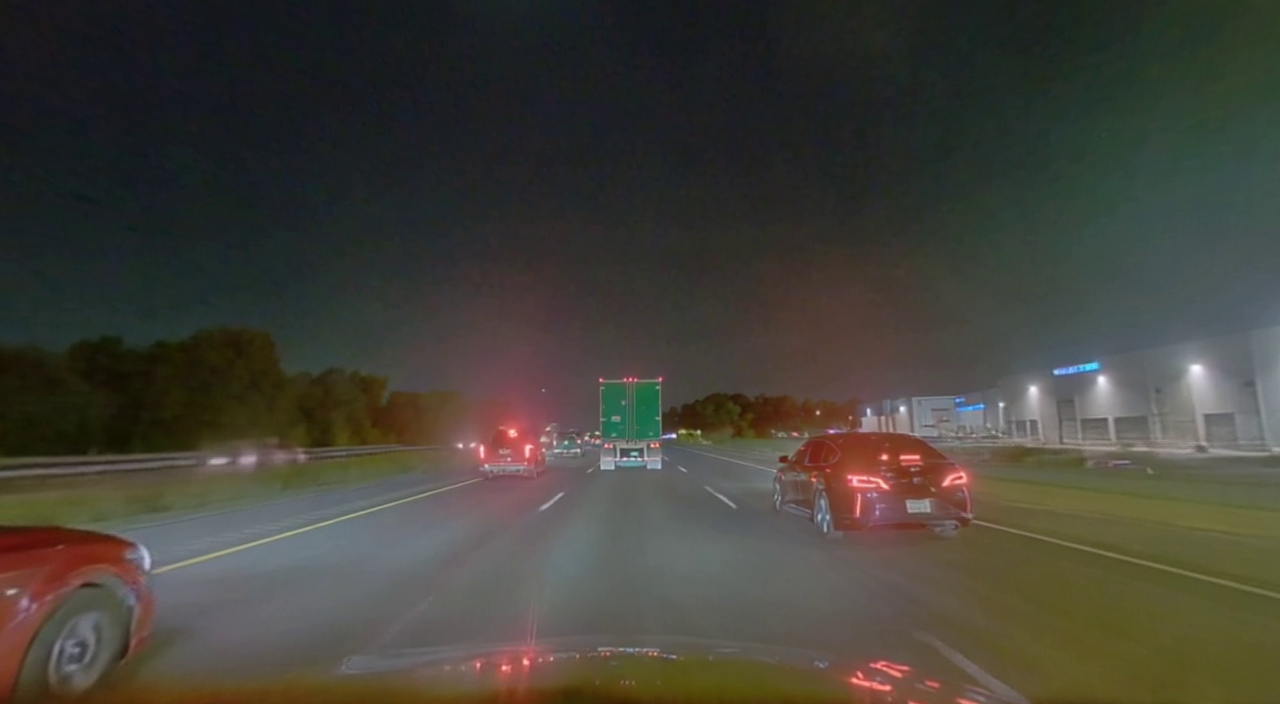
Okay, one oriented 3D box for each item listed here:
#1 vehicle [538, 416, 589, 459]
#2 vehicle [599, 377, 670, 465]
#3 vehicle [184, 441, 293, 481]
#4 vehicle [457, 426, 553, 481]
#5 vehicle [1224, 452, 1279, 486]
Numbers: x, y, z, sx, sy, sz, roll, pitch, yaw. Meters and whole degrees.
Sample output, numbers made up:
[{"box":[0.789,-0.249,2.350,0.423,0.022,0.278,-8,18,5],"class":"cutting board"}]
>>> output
[{"box":[-5.158,5.920,43.525,2.717,2.714,6.997,0,-8,0],"class":"vehicle"},{"box":[-0.391,3.847,34.070,3.259,4.066,9.891,0,-8,-1],"class":"vehicle"},{"box":[-16.993,4.595,26.934,1.850,1.545,4.338,0,-8,-1],"class":"vehicle"},{"box":[-4.274,3.297,20.877,2.005,1.602,5.131,0,-8,1],"class":"vehicle"},{"box":[49.394,9.095,48.899,2.228,2.290,6.075,-2,-7,1],"class":"vehicle"}]
